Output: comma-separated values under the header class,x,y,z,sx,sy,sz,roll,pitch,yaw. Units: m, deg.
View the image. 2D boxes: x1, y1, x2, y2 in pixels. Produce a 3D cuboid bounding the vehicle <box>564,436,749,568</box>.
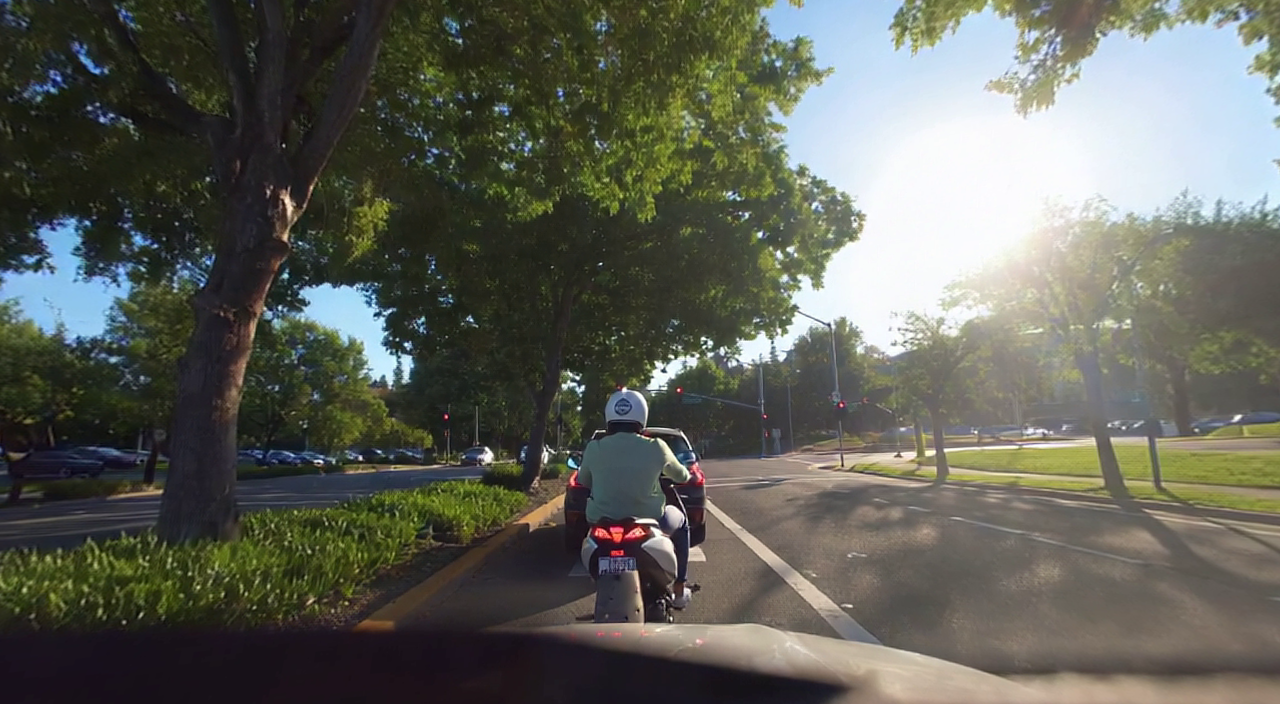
class,x,y,z,sx,sy,sz,roll,pitch,yaw
vehicle,0.139,2.024,9.422,2.093,1.450,4.437,0,-8,-1
